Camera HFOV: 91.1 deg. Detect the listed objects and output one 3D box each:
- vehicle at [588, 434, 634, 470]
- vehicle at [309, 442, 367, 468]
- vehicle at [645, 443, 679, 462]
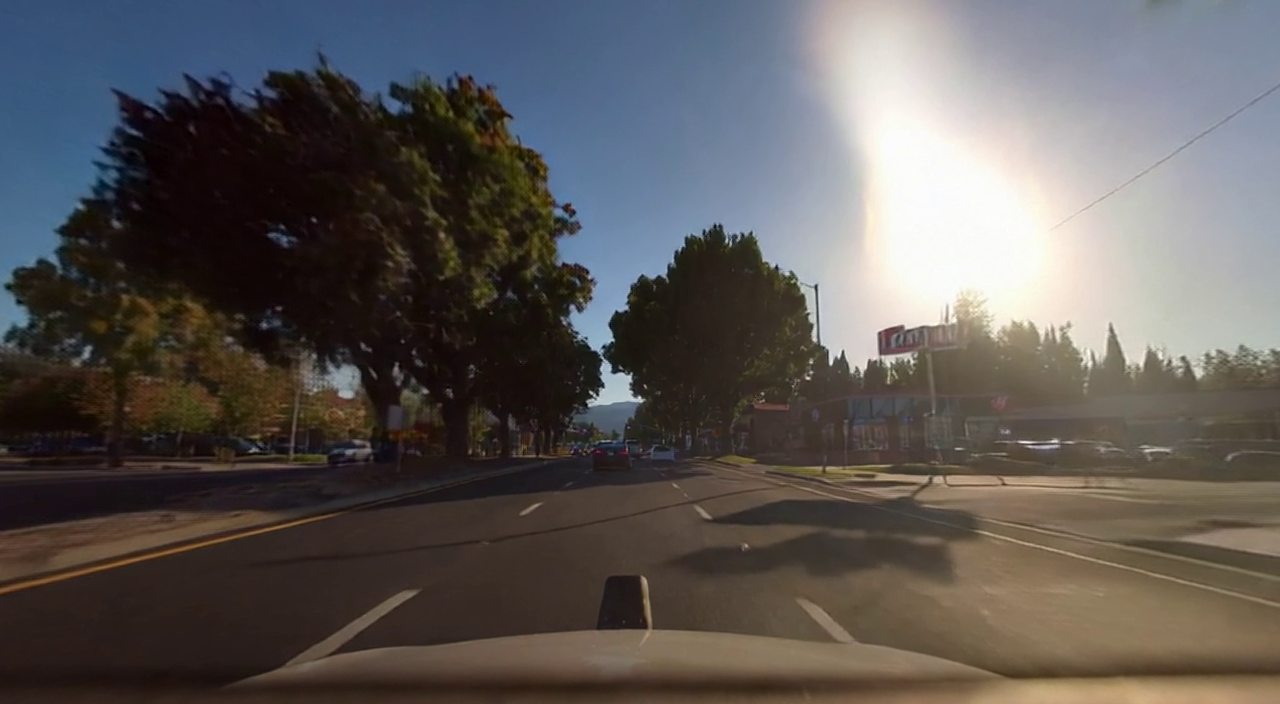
[{"bbox_3d":[-1.570,5.766,36.340,2.222,1.899,5.006,0,-8,2],"label":"vehicle"},{"bbox_3d":[-21.791,7.444,45.502,2.039,1.730,4.559,0,-8,-1],"label":"vehicle"},{"bbox_3d":[1.684,7.948,49.758,2.113,1.446,4.309,1,-8,-5],"label":"vehicle"}]
